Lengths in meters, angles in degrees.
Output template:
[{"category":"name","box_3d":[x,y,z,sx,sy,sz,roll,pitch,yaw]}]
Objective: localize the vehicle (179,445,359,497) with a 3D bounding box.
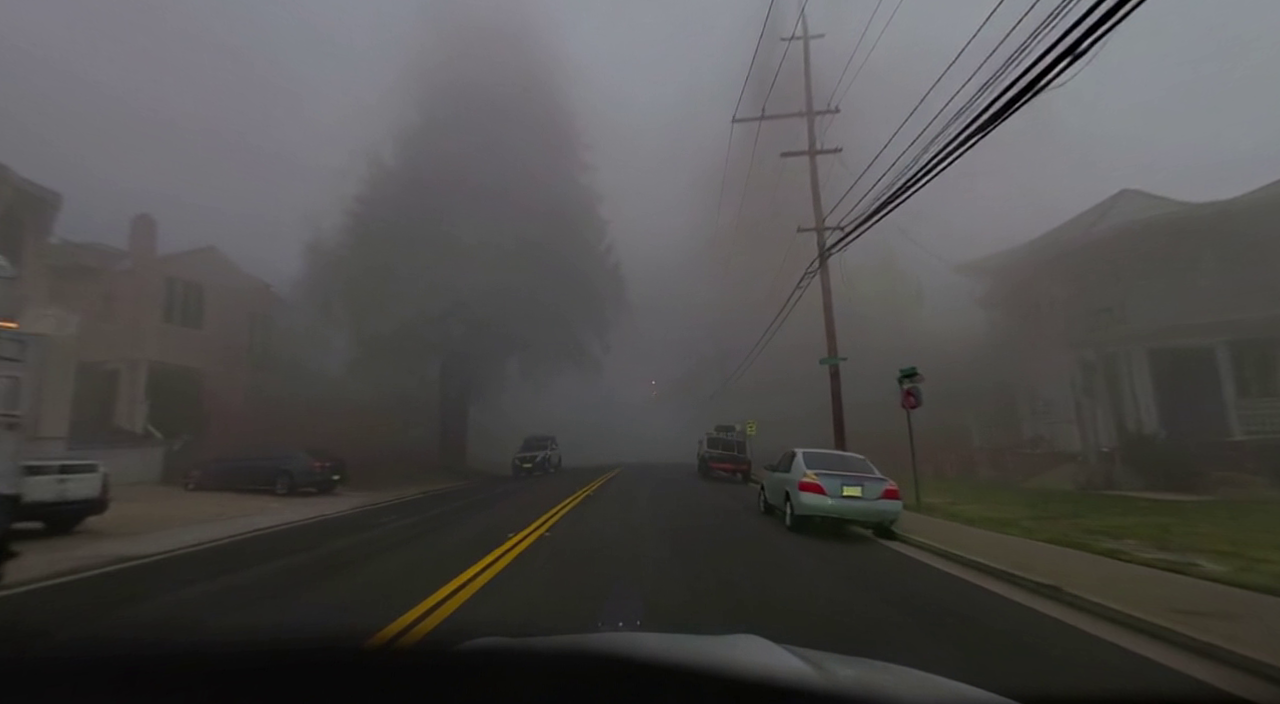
[{"category":"vehicle","box_3d":[-11.473,3.673,19.773,4.399,1.517,1.957,0,-9,1]}]

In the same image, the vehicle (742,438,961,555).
[{"category":"vehicle","box_3d":[3.071,2.201,10.487,1.890,1.463,4.952,0,-9,0]}]

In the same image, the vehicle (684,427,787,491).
[{"category":"vehicle","box_3d":[3.059,3.649,21.924,2.496,1.895,6.434,0,-9,-1]}]

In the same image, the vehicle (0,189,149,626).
[{"category":"vehicle","box_3d":[-6.376,0.170,2.034,3.197,3.187,7.847,-3,-6,2]}]

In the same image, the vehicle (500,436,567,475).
[{"category":"vehicle","box_3d":[-5.806,5.753,35.259,2.427,1.998,5.239,-1,-9,4]}]
